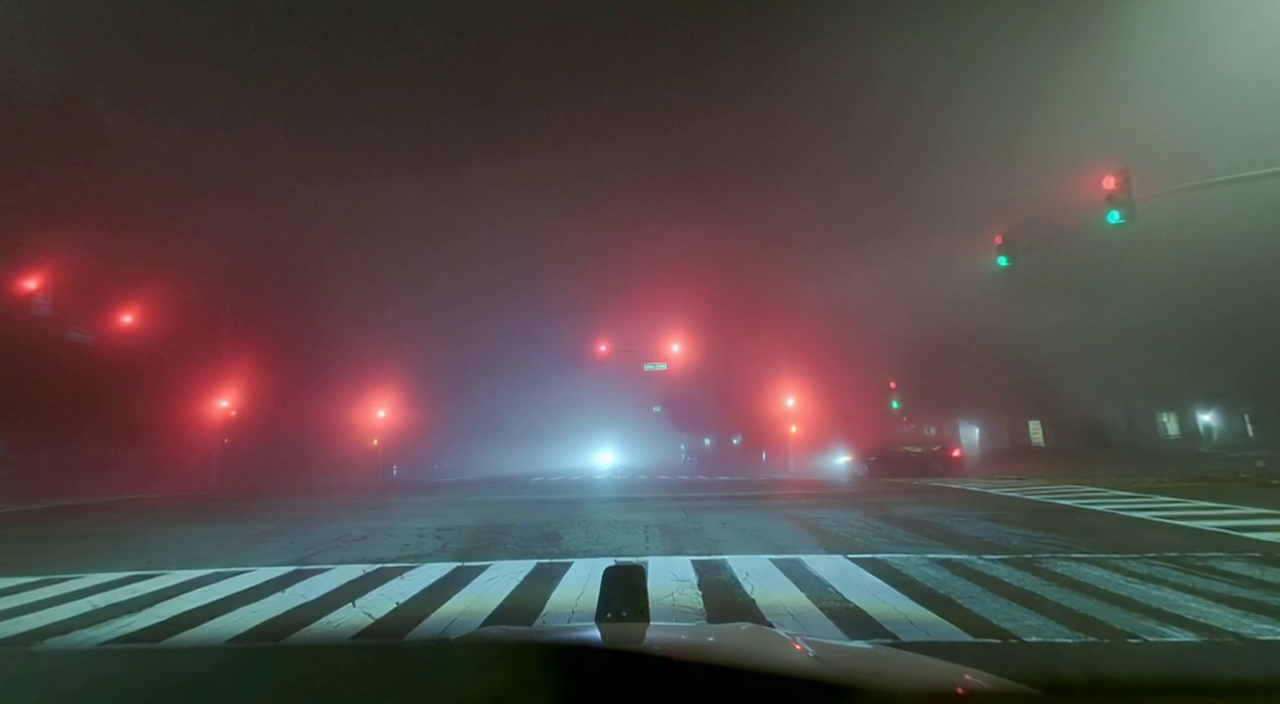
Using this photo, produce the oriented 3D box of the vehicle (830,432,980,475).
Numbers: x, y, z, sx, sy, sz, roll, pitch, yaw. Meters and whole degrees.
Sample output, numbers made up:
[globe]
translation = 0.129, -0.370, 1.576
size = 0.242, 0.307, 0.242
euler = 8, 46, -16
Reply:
[vehicle]
translation = 9.477, 3.645, 22.795
size = 4.562, 1.460, 1.822
euler = 0, -8, -1
